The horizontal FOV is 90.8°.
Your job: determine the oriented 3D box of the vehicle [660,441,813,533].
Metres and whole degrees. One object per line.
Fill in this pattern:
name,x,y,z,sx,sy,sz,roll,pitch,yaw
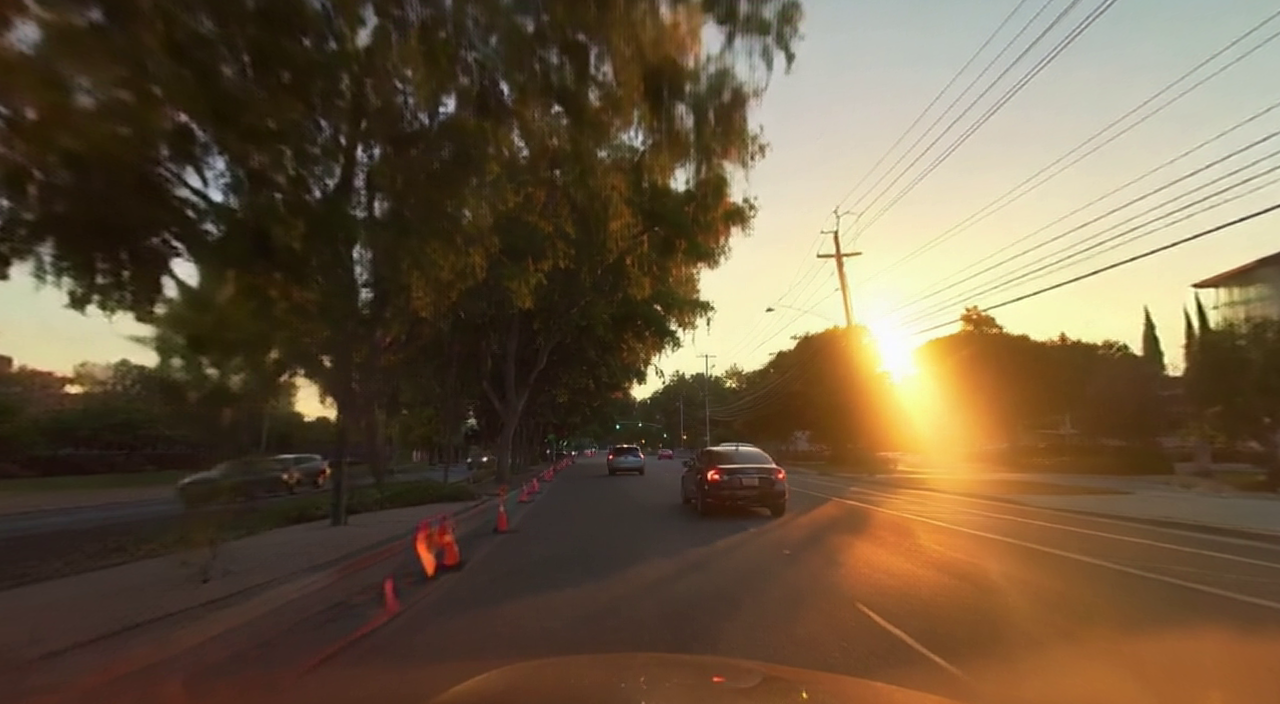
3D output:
vehicle,1.671,2.564,12.760,1.977,1.460,4.565,0,-8,-5

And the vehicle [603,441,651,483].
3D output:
vehicle,-0.555,4.925,28.660,2.050,1.745,3.915,-1,-8,0

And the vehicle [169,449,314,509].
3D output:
vehicle,-12.485,3.950,20.186,1.871,1.639,4.289,0,-8,-1
